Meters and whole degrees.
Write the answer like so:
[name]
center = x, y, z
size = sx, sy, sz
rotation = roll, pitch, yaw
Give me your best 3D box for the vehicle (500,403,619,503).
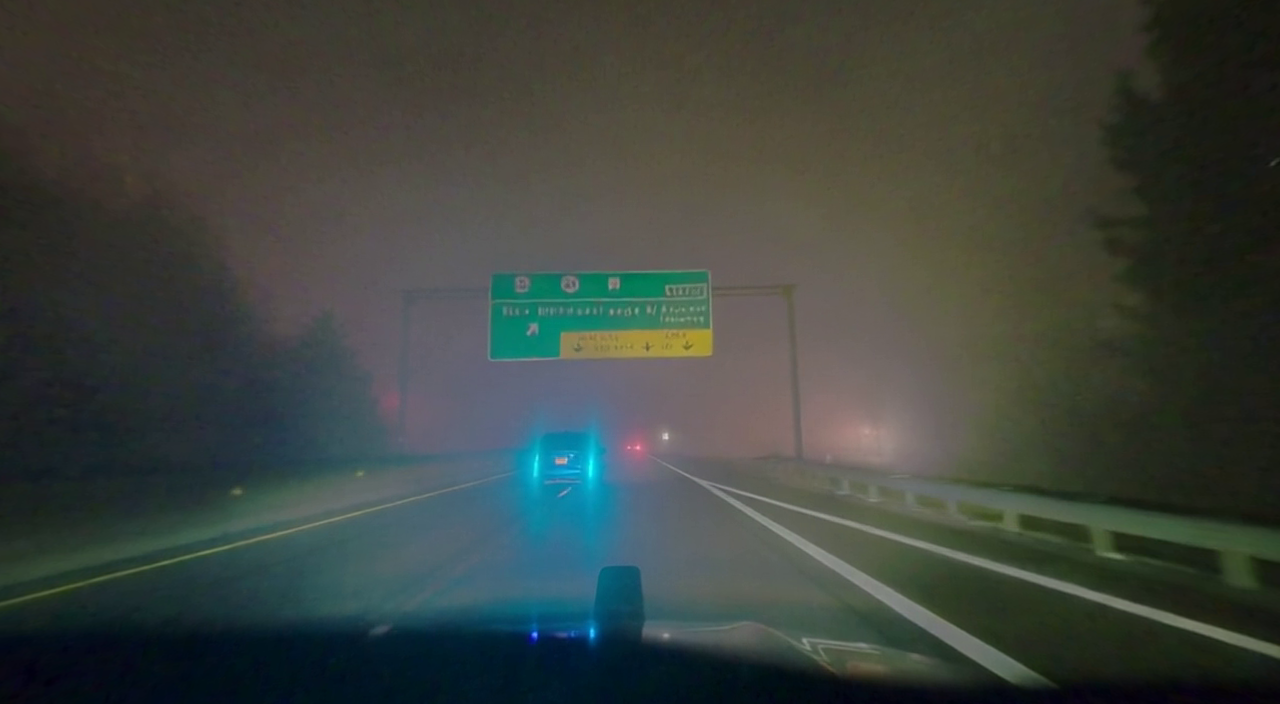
[vehicle]
center = -1.827, 2.534, 16.160
size = 2.248, 2.154, 4.892
rotation = 0, -8, 2
